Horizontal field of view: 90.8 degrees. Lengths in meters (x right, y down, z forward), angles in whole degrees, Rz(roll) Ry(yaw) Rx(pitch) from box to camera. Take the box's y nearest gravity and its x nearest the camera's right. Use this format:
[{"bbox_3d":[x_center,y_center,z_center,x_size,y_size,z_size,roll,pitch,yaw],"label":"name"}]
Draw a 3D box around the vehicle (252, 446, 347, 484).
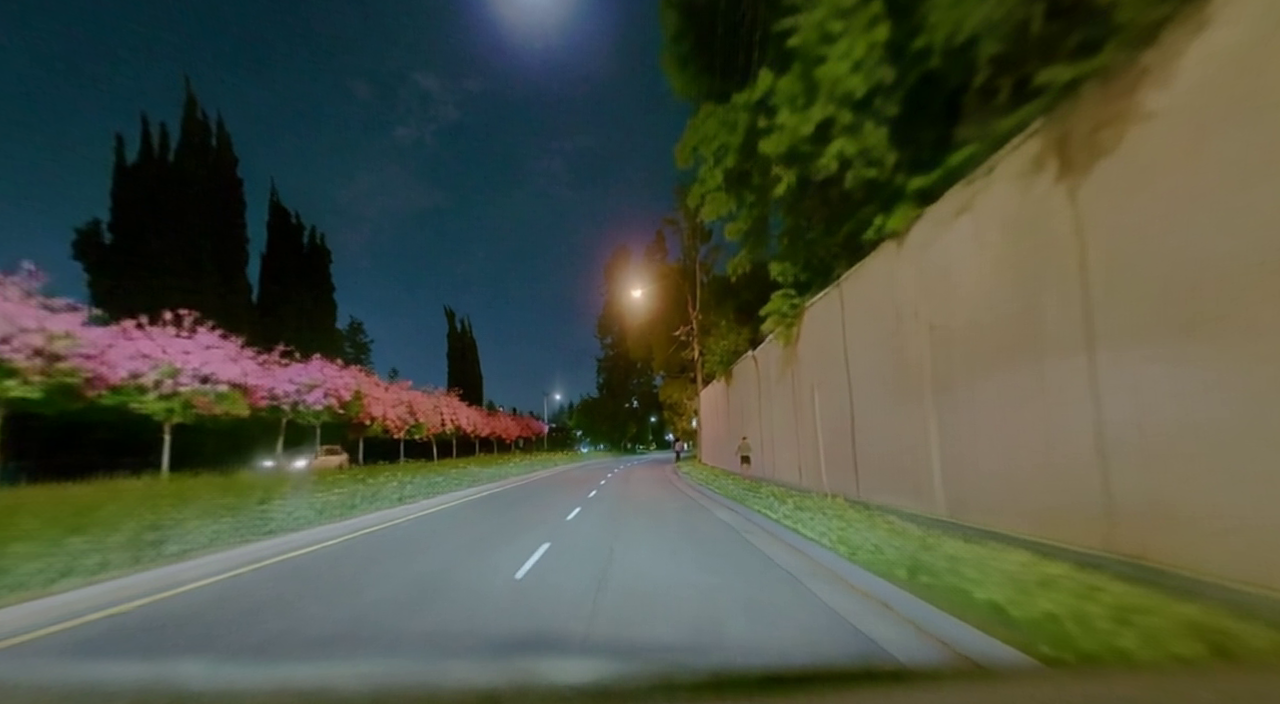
[{"bbox_3d":[-17.087,5.656,32.069,2.186,1.769,4.869,0,-8,-1],"label":"vehicle"}]
